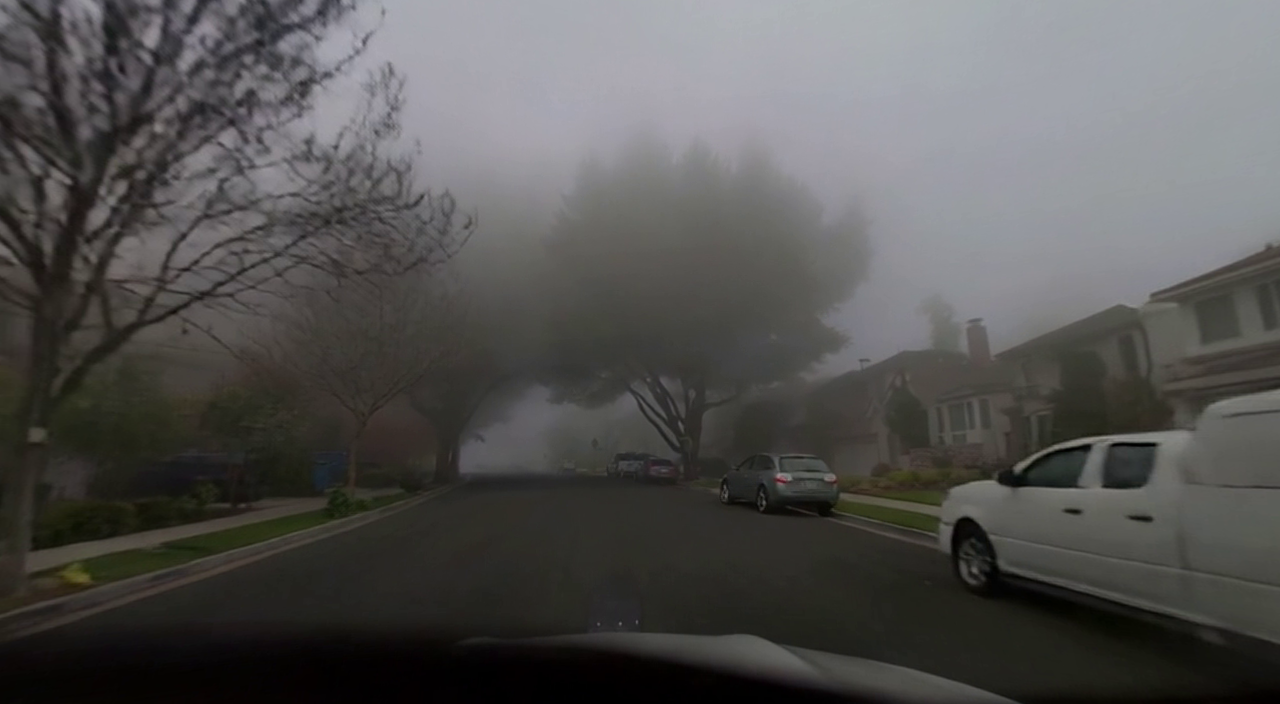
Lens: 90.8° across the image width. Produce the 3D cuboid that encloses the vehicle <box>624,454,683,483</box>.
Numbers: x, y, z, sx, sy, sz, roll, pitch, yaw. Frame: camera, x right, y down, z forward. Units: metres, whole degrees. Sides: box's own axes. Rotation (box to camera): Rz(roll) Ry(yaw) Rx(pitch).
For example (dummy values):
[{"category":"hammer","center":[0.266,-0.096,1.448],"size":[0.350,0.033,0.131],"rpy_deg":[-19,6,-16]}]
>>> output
[{"category":"vehicle","center":[0.718,6.746,37.004],"size":[2.193,1.504,4.576],"rpy_deg":[2,-9,-16]}]

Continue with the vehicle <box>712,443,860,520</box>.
[{"category":"vehicle","center":[3.772,3.441,17.522],"size":[2.111,1.771,4.942],"rpy_deg":[1,-9,-11]}]

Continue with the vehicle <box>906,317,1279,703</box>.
[{"category":"vehicle","center":[4.900,1.109,4.765],"size":[2.788,2.227,6.194],"rpy_deg":[0,-9,-3]}]
